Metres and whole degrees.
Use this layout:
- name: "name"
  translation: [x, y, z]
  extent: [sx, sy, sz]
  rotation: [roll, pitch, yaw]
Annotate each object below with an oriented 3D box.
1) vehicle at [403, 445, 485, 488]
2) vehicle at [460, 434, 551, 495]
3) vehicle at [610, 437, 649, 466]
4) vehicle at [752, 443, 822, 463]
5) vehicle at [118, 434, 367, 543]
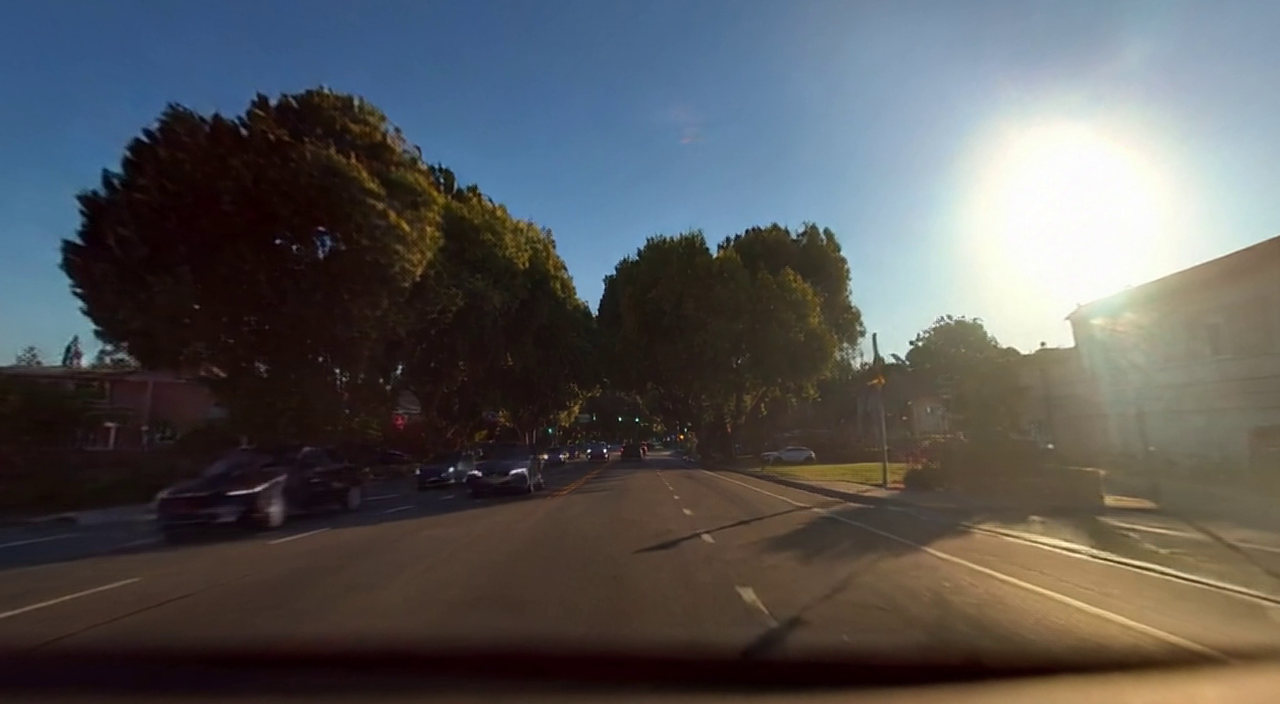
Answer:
- name: "vehicle"
  translation: [-8.034, 4.709, 26.335]
  extent: [2.054, 1.528, 4.297]
  rotation: [-2, -9, 0]
- name: "vehicle"
  translation: [-4.139, 3.523, 20.145]
  extent: [1.955, 1.723, 4.287]
  rotation: [0, -9, 0]
- name: "vehicle"
  translation: [-0.654, 7.046, 44.869]
  extent: [2.554, 1.902, 5.329]
  rotation: [0, -9, 1]
- name: "vehicle"
  translation: [10.995, 7.588, 47.439]
  extent: [4.697, 1.462, 1.881]
  rotation: [0, -8, -2]
- name: "vehicle"
  translation: [-7.446, 2.567, 12.552]
  extent: [2.069, 1.654, 4.458]
  rotation: [-2, -9, 0]
